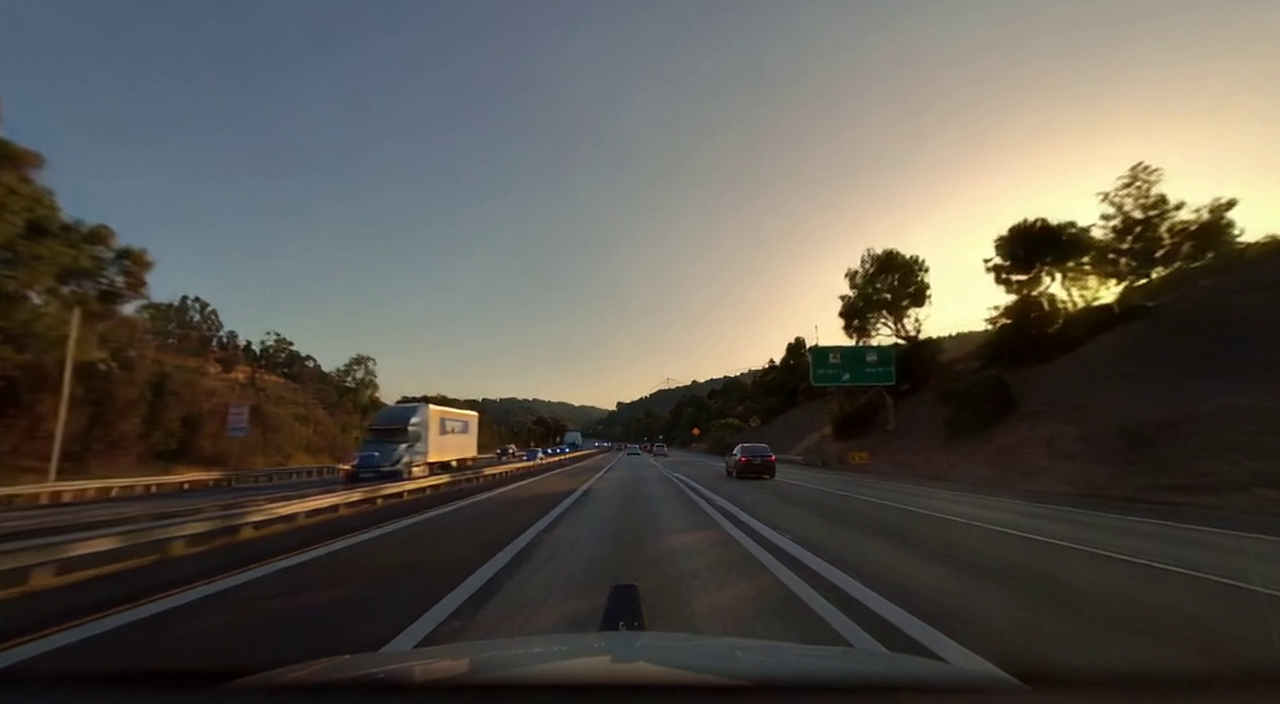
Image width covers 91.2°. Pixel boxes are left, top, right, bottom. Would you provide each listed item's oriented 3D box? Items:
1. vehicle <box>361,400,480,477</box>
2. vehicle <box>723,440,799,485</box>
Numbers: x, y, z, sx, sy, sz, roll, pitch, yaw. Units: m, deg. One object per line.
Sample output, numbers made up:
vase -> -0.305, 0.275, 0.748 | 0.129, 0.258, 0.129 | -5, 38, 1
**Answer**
vehicle -> -13.645, 5.741, 40.893 | 2.948, 4.131, 13.894 | 0, -9, -1
vehicle -> 4.263, 3.959, 22.665 | 1.917, 1.488, 3.693 | 0, -9, -1
